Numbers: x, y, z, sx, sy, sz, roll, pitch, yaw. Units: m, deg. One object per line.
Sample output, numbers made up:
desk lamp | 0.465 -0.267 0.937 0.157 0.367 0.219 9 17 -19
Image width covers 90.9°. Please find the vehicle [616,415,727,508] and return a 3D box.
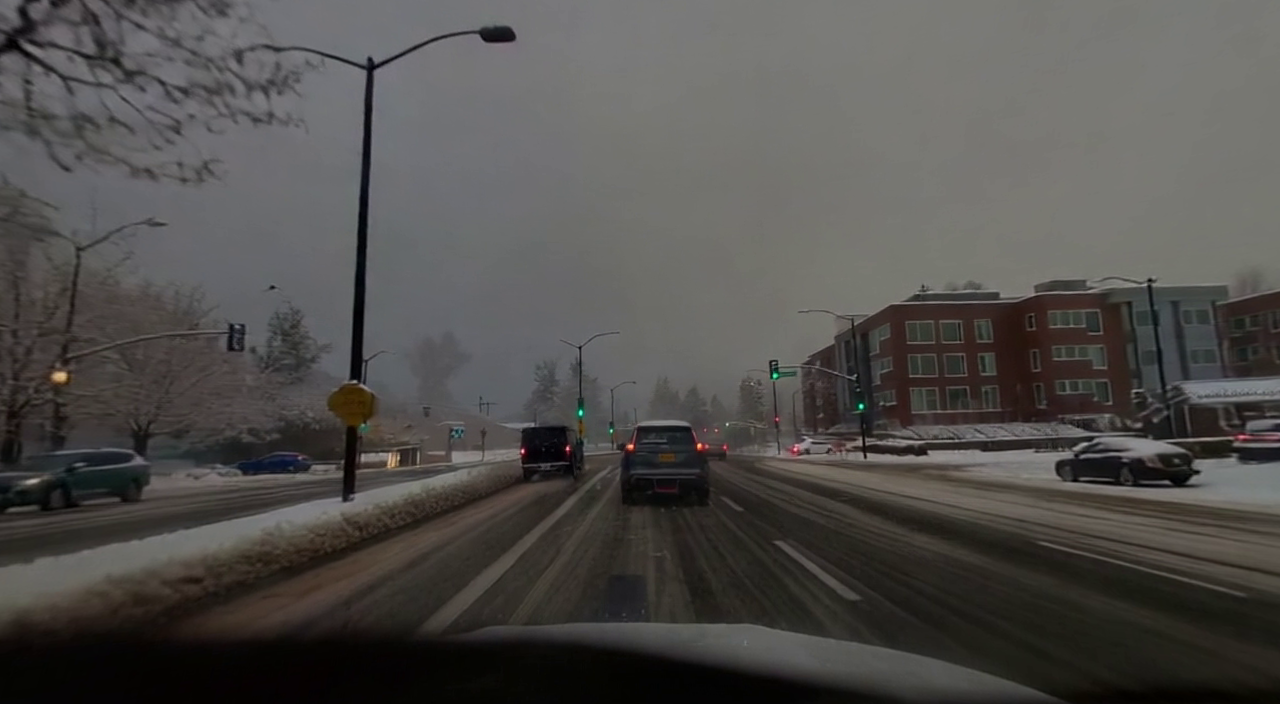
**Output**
vehicle | 0.590 2.503 14.725 2.222 1.841 4.031 0 -8 -1

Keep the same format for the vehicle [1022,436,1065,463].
vehicle | 23.270 5.633 36.492 1.693 1.480 3.653 -5 -9 27

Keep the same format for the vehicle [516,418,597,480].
vehicle | -3.047 3.727 24.340 2.396 2.143 4.824 0 -8 1

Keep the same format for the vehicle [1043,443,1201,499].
vehicle | 14.107 3.470 18.769 1.706 1.474 3.761 0 -8 0

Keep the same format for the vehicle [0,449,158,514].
vehicle | -15.465 3.352 16.887 1.993 1.462 4.586 1 -8 -9
